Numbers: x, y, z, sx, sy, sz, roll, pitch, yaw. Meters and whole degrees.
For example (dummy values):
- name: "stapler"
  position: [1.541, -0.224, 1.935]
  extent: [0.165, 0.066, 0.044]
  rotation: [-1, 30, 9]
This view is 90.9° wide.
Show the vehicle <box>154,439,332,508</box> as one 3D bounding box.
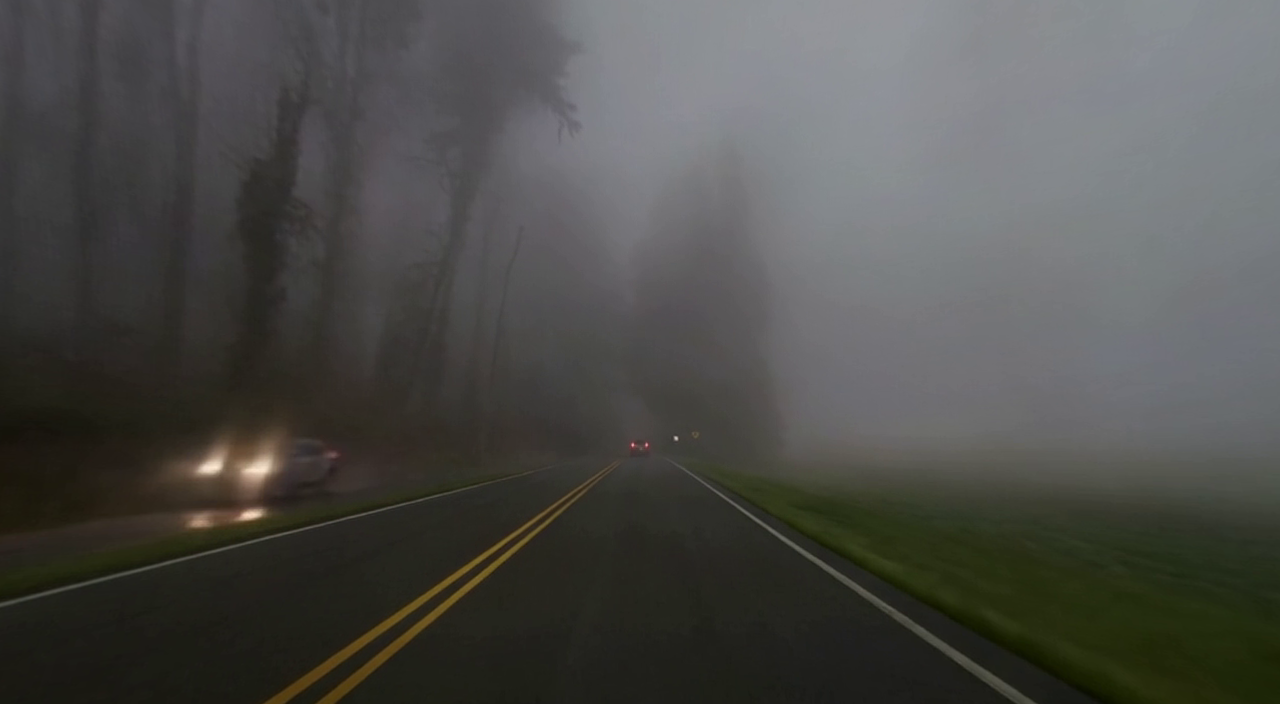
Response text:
- name: "vehicle"
  position: [-10.779, 3.290, 17.612]
  extent: [1.953, 1.670, 4.511]
  rotation: [0, -8, 1]
